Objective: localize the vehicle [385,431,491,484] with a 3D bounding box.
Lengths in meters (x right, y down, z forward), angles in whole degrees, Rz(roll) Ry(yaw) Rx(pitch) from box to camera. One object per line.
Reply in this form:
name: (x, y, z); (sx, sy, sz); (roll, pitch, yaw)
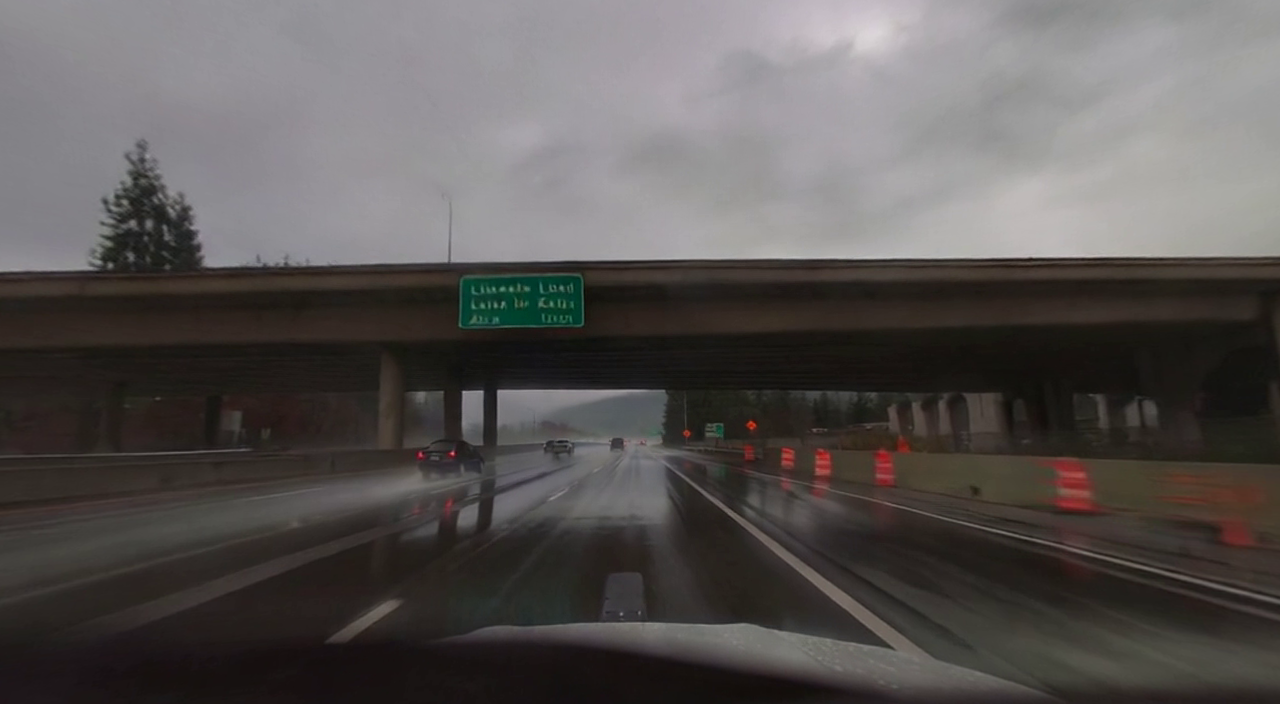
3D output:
vehicle: (-7.233, 3.831, 23.252); (2.169, 1.701, 5.113); (0, -8, 0)
